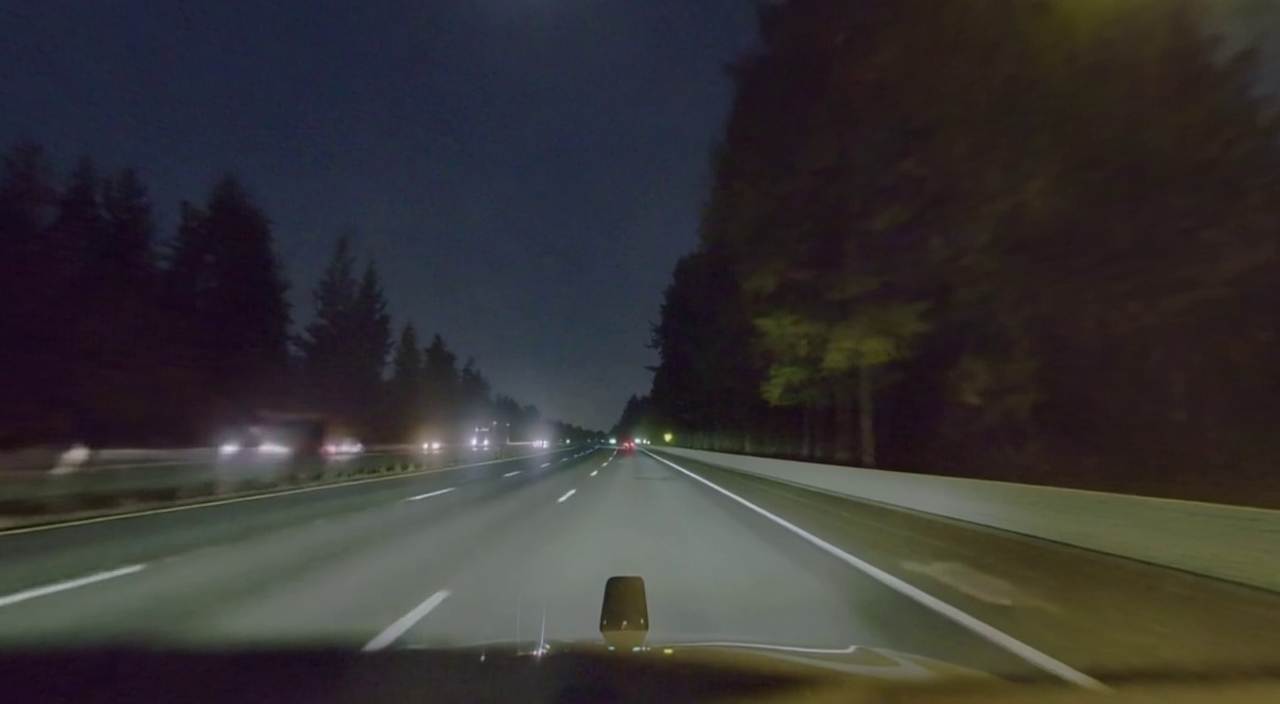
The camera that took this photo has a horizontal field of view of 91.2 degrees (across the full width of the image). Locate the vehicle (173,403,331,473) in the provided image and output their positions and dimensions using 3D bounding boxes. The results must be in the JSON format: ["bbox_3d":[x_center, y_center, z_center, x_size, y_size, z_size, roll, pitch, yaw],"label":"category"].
[{"bbox_3d":[-16.283,3.727,27.073,2.357,2.600,7.018,0,-8,-1],"label":"vehicle"}]
